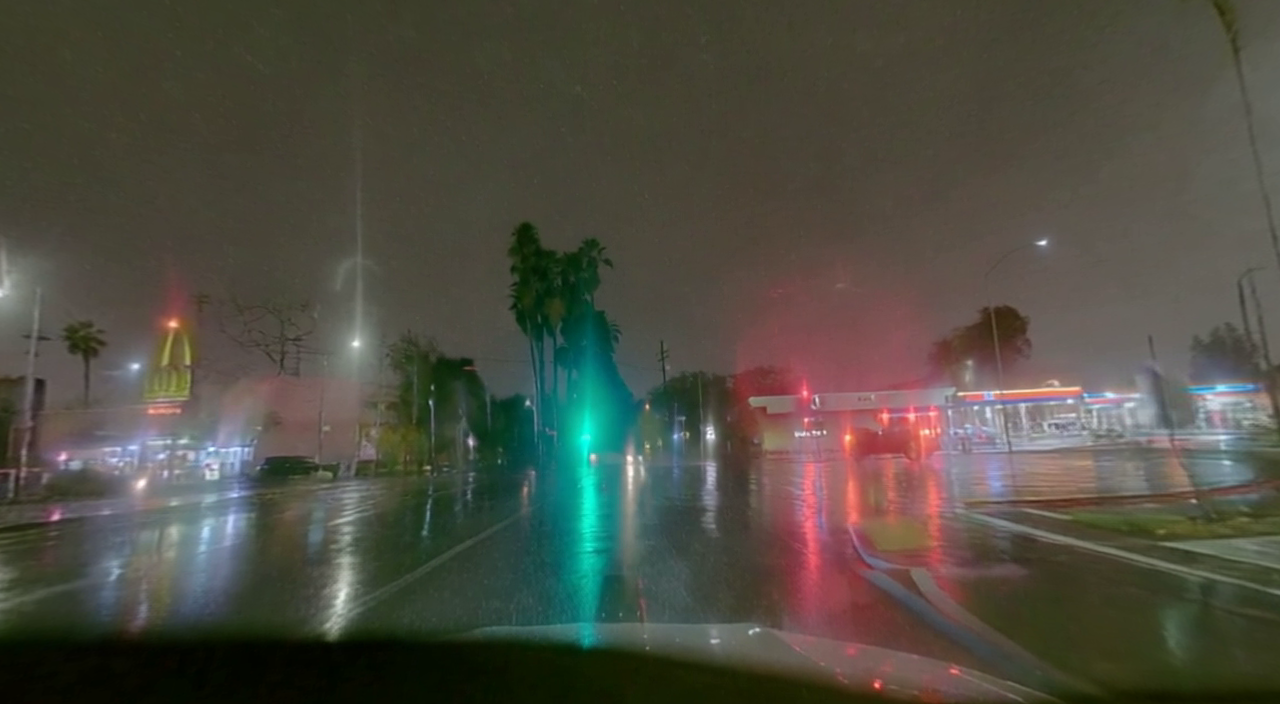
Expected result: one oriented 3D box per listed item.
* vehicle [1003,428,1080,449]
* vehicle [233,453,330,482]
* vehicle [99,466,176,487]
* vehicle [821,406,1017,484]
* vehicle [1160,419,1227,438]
[{"bbox_3d":[29.943,6.454,47.031,4.363,1.503,1.989,0,-8,3],"label":"vehicle"},{"bbox_3d":[-25.937,8.378,45.637,5.803,1.632,2.173,-4,-7,3],"label":"vehicle"},{"bbox_3d":[-38.427,9.514,48.213,4.290,1.475,1.742,0,-8,-3],"label":"vehicle"},{"bbox_3d":[8.031,2.736,18.517,4.640,1.800,2.026,-5,-9,1],"label":"vehicle"},{"bbox_3d":[43.766,6.098,49.809,3.739,1.451,1.647,0,-8,0],"label":"vehicle"}]
